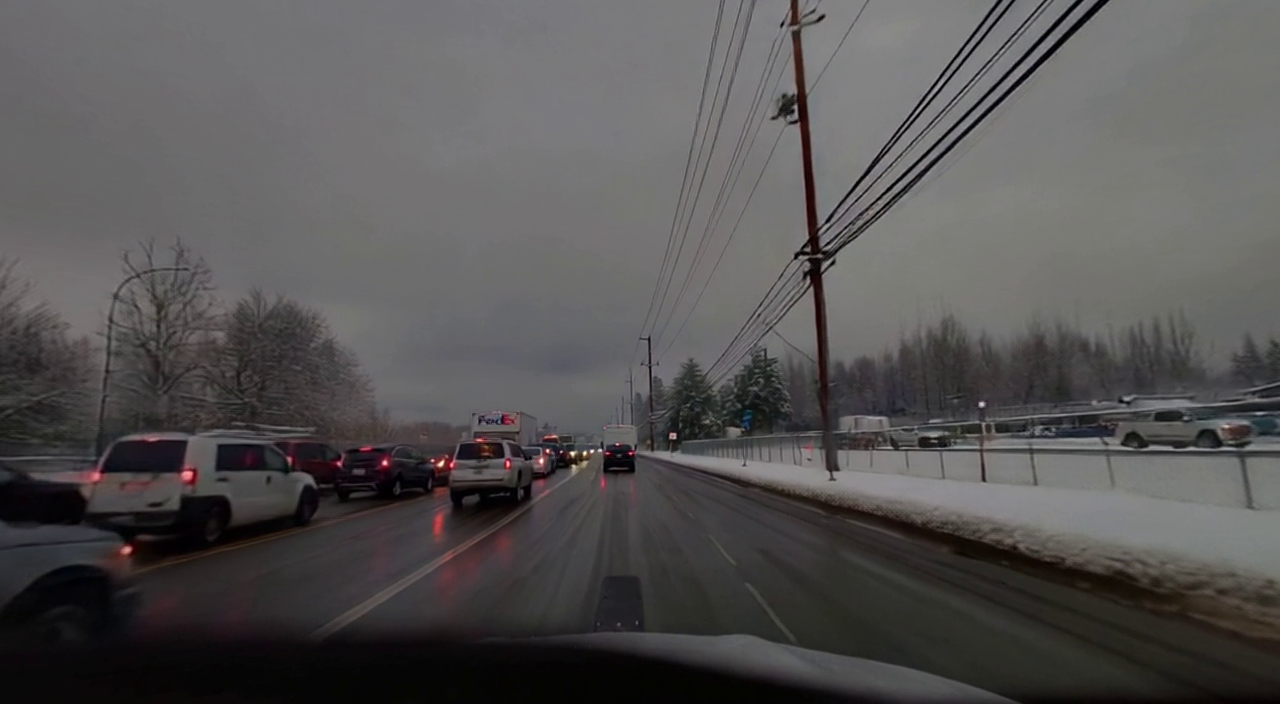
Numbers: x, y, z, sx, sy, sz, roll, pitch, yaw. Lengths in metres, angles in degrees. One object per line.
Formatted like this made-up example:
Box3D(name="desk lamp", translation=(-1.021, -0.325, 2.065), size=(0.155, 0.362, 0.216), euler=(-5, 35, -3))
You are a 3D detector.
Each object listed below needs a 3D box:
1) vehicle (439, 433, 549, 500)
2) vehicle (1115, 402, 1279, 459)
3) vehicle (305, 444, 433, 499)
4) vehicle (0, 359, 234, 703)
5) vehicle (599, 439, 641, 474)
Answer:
Box3D(name="vehicle", translation=(-4.028, 3.250, 18.334), size=(2.057, 1.673, 4.934), euler=(0, -8, 0))
Box3D(name="vehicle", translation=(31.231, 4.432, 35.256), size=(7.011, 3.014, 2.594), euler=(0, -9, -1))
Box3D(name="vehicle", translation=(-8.256, 3.640, 19.795), size=(1.909, 1.473, 5.050), euler=(0, -8, -2))
Box3D(name="vehicle", translation=(-3.805, 0.741, 1.616), size=(2.388, 1.692, 4.684), euler=(0, -8, 0))
Box3D(name="vehicle", translation=(-1.065, 5.387, 32.770), size=(2.055, 1.671, 4.147), euler=(0, -8, -2))
